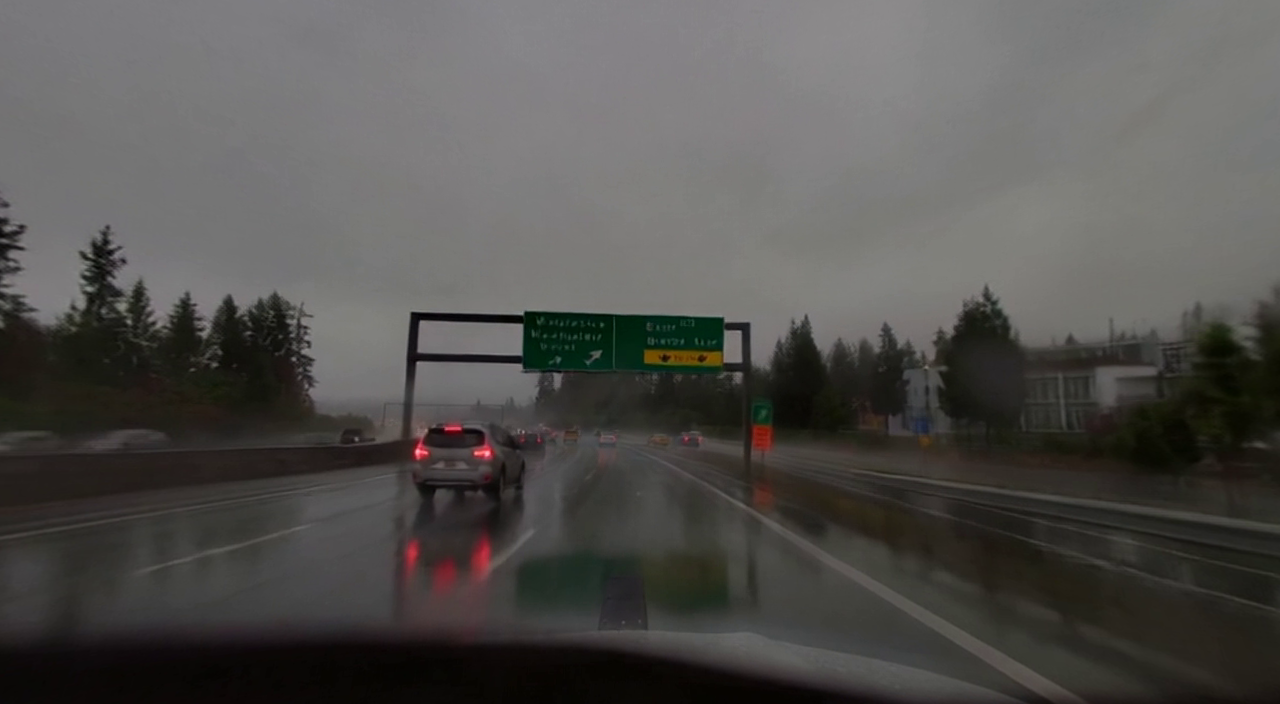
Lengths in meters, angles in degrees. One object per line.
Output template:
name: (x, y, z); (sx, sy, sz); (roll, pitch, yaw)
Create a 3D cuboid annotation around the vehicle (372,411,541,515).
vehicle: (-3.570, 2.283, 13.443); (2.142, 1.789, 5.009); (0, -8, 0)

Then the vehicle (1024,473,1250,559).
vehicle: (14.945, 4.898, 19.509); (2.179, 1.976, 5.545); (1, -8, -4)
